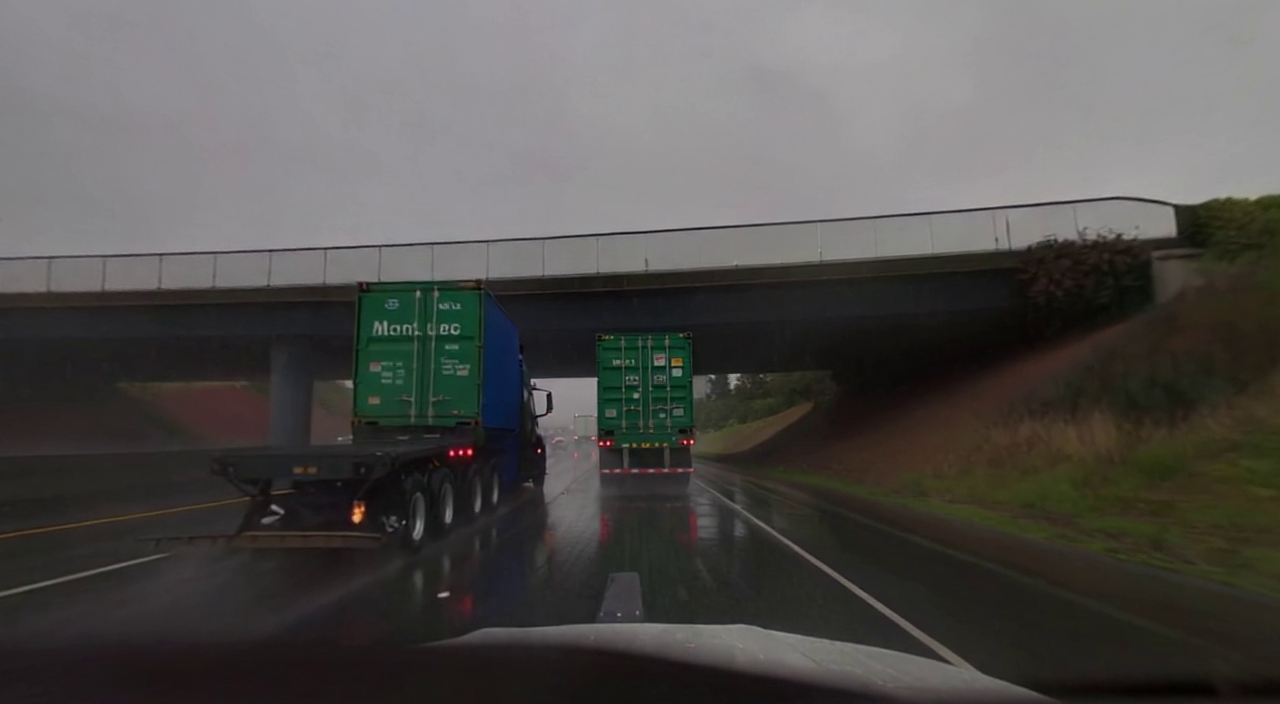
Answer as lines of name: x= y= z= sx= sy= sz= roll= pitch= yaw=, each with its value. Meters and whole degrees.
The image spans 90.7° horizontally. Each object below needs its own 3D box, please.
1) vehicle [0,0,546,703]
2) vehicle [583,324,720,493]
vehicle: x=-3.637 y=0.344 z=7.827 sx=2.873 sy=4.198 sz=13.317 roll=0 pitch=-9 yaw=0
vehicle: x=0.267 y=1.933 z=19.591 sx=3.357 sy=4.212 sz=7.519 roll=0 pitch=-9 yaw=0
